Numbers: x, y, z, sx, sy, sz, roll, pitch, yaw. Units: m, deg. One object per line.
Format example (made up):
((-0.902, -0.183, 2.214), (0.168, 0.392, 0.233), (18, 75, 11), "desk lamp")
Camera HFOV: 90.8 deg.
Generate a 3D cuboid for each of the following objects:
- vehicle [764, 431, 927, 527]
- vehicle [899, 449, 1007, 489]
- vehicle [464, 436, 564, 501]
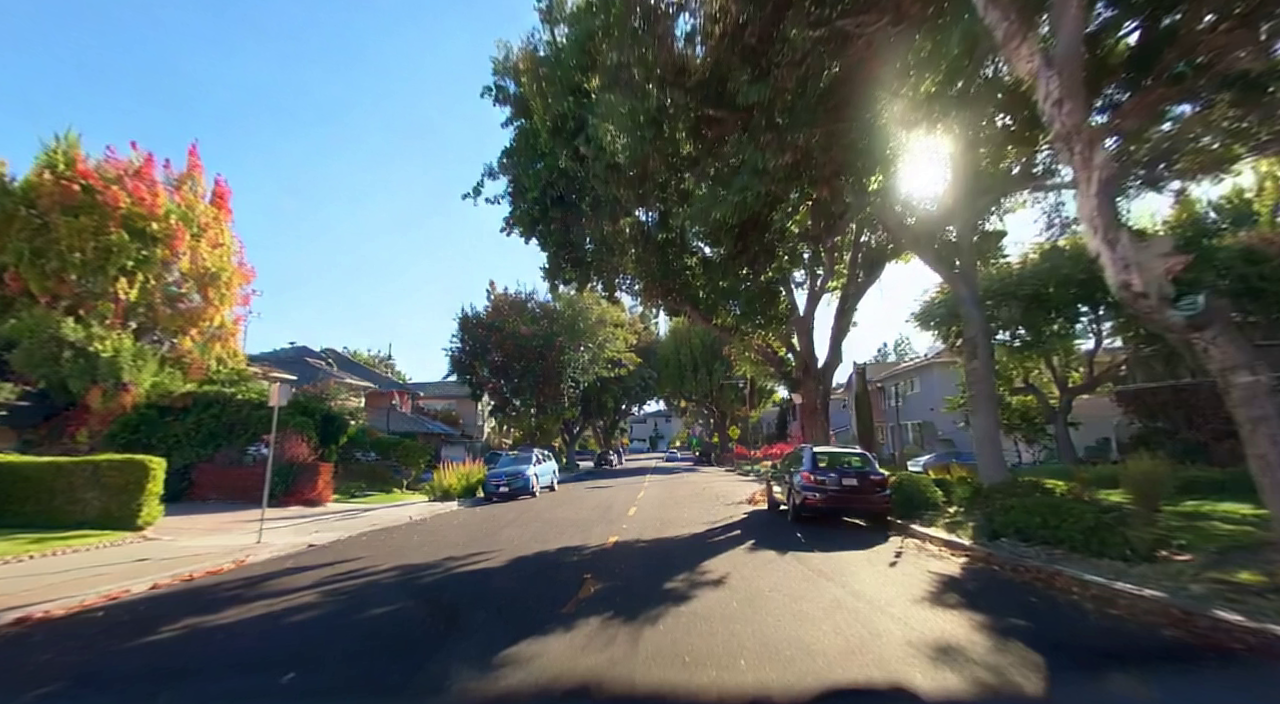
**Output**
((4.053, 2.569, 13.342), (2.115, 1.673, 4.236), (-1, -9, 2), "vehicle")
((12.928, 4.770, 26.052), (4.242, 1.503, 1.922), (5, -10, -32), "vehicle")
((-4.049, 3.868, 21.099), (2.093, 1.810, 4.555), (-3, -10, 4), "vehicle")
